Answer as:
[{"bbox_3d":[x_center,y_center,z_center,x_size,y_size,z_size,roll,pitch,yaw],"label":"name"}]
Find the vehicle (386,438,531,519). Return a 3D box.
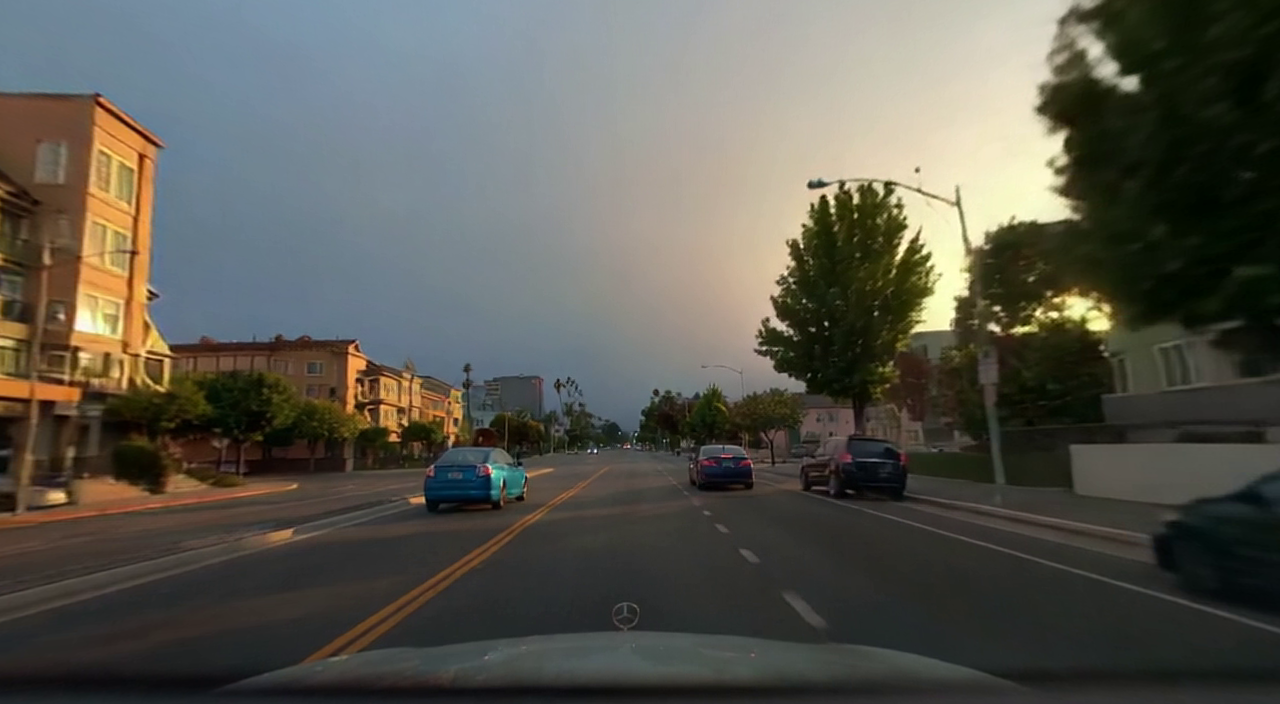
[{"bbox_3d":[-3.853,2.754,14.277,2.062,1.527,4.044,0,-9,0],"label":"vehicle"}]

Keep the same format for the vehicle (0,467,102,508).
[{"bbox_3d":[-24.144,5.246,24.679,4.451,1.445,1.945,0,-9,1],"label":"vehicle"}]

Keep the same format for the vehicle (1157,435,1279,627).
[{"bbox_3d":[5.909,1.198,3.661,1.905,1.471,4.596,0,-9,0],"label":"vehicle"}]

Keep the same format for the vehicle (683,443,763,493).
[{"bbox_3d":[2.585,3.749,20.847,1.978,1.471,4.426,0,-9,-1],"label":"vehicle"}]

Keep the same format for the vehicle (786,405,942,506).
[{"bbox_3d":[6.012,2.880,17.887,2.394,2.400,5.209,0,-9,-1],"label":"vehicle"}]
